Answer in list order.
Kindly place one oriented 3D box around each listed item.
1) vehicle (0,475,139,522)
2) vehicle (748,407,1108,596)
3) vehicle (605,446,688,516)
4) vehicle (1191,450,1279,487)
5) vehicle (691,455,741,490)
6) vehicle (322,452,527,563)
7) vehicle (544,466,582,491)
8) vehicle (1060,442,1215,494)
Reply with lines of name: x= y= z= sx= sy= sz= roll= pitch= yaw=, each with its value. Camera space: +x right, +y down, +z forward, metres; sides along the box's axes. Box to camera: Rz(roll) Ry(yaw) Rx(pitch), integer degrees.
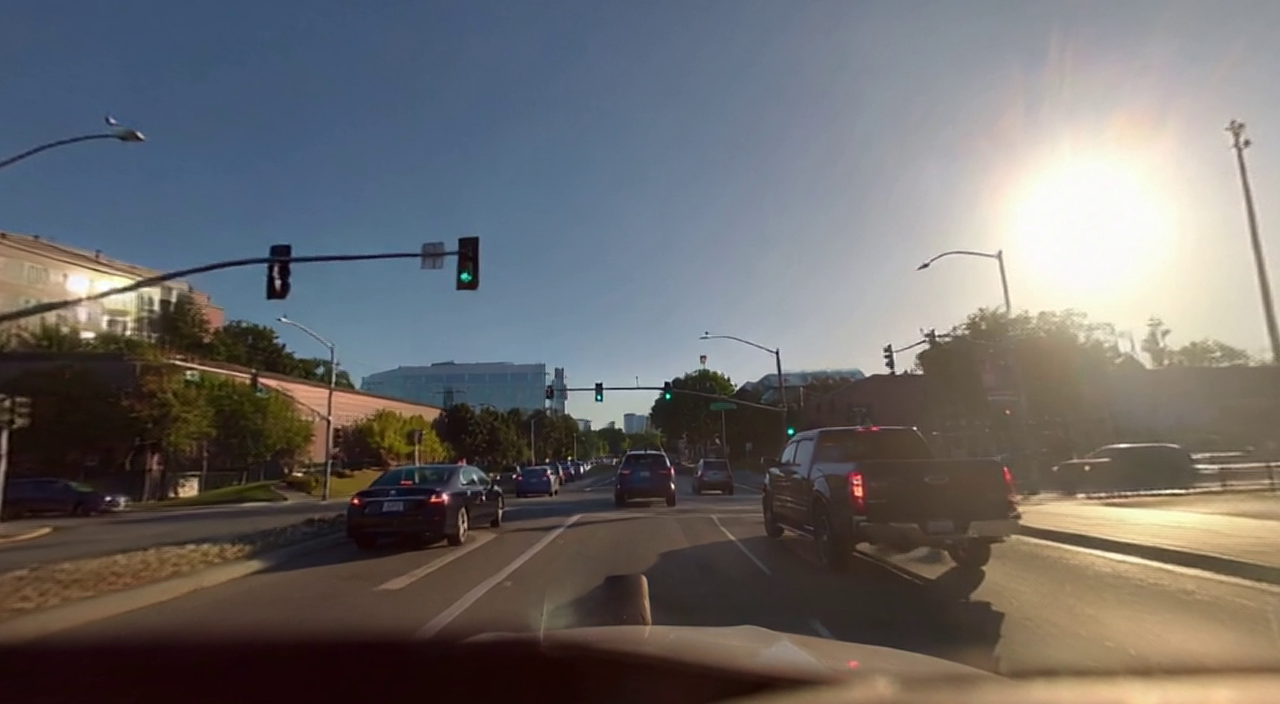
vehicle: x=-23.378 y=5.823 z=25.082 sx=5.100 sy=1.533 sz=2.032 roll=-2 pitch=-9 yaw=-1
vehicle: x=3.349 y=1.929 z=9.242 sx=2.571 sy=1.857 sz=5.841 roll=0 pitch=-9 yaw=1
vehicle: x=0.218 y=3.593 z=18.072 sx=2.113 sy=1.768 sz=3.901 roll=0 pitch=-9 yaw=2
vehicle: x=25.027 y=4.701 z=25.356 sx=4.180 sy=1.376 sz=1.583 roll=1 pitch=-9 yaw=0
vehicle: x=4.472 y=7.172 z=38.003 sx=2.408 sy=1.908 sz=5.355 roll=0 pitch=-9 yaw=1
vehicle: x=-3.393 y=2.521 z=11.097 sx=1.909 sy=1.476 sz=4.751 roll=0 pitch=-9 yaw=0
vehicle: x=-5.101 y=8.428 z=42.222 sx=1.882 sy=1.342 sz=3.755 roll=-4 pitch=-9 yaw=2
vehicle: x=19.970 y=4.637 z=25.487 sx=4.437 sy=1.863 sz=2.068 roll=-1 pitch=-7 yaw=1
